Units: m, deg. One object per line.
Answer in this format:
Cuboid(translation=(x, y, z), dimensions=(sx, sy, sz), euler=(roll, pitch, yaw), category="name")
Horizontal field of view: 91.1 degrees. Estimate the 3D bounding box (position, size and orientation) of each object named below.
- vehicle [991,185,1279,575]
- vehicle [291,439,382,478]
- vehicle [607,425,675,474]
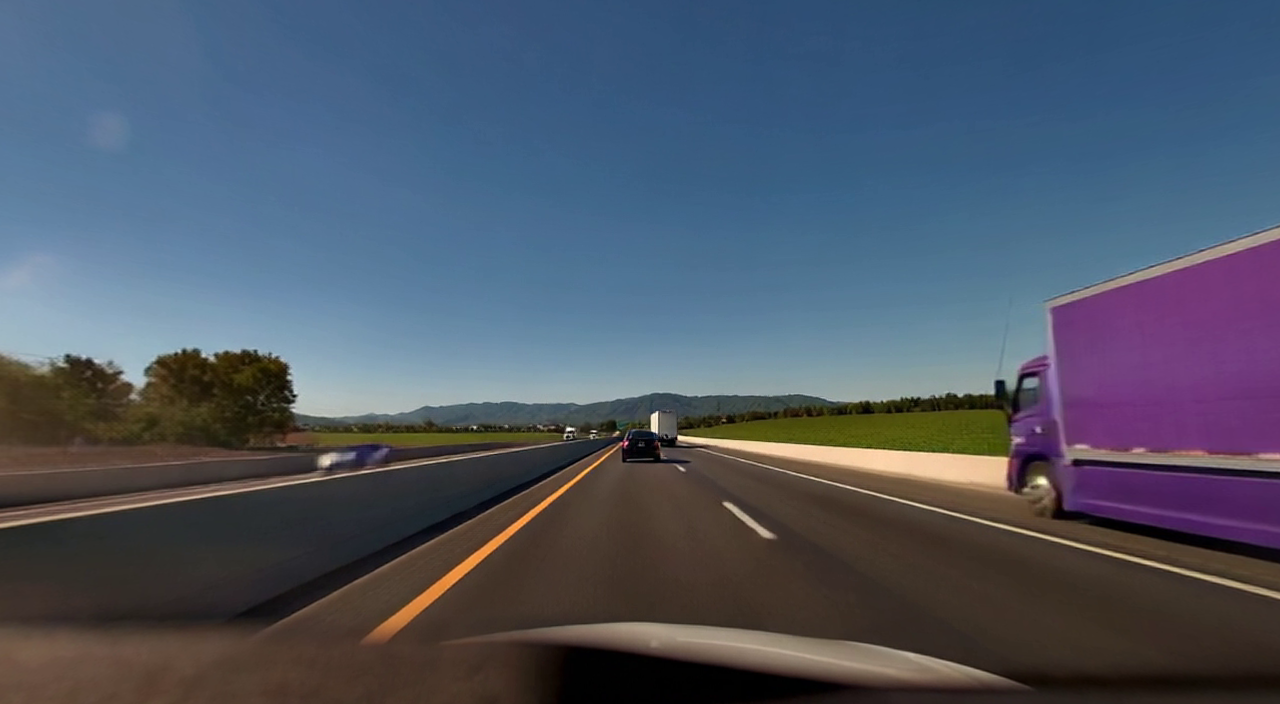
Cuboid(translation=(7.520, 0.273, 5.989), dimensions=(3.010, 3.638, 8.978), euler=(0, -8, -1), category="vehicle")
Cuboid(translation=(-12.335, 4.310, 25.824), dimensions=(1.847, 1.468, 3.854), euler=(0, -8, -1), category="vehicle")
Cuboid(translation=(-0.008, 3.516, 22.946), dimensions=(2.216, 1.623, 4.220), euler=(0, -8, -1), category="vehicle")
